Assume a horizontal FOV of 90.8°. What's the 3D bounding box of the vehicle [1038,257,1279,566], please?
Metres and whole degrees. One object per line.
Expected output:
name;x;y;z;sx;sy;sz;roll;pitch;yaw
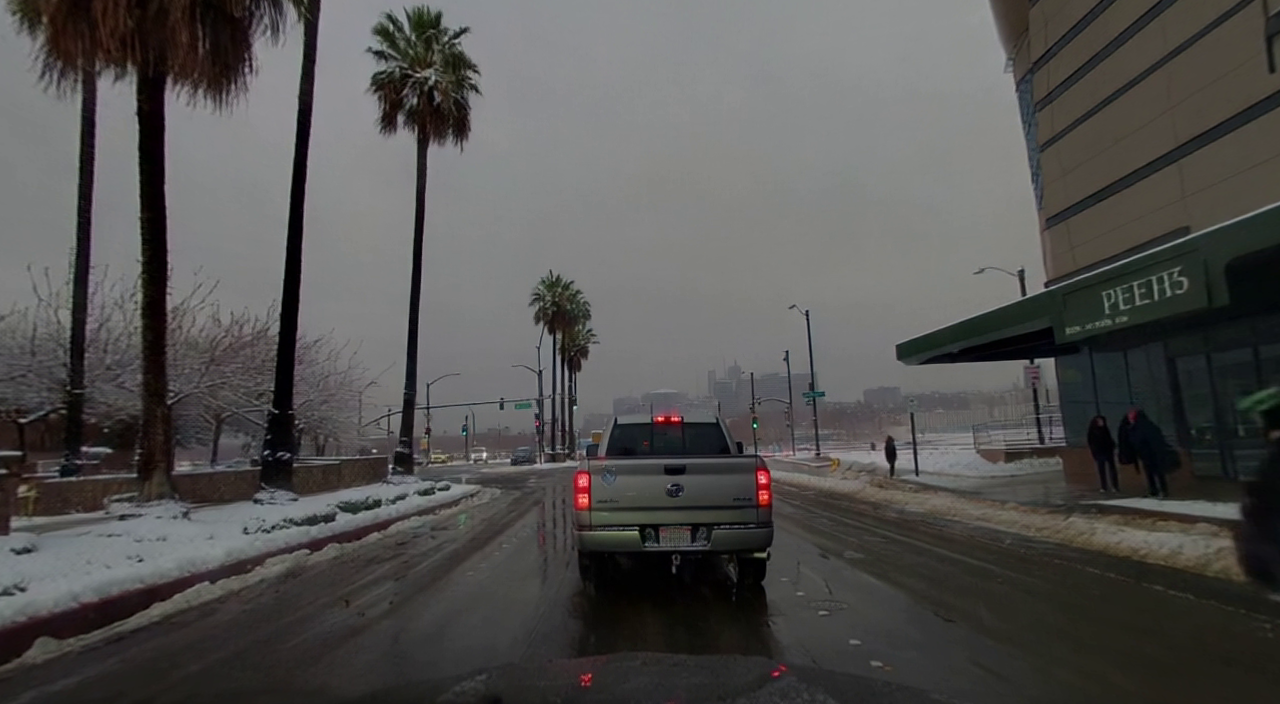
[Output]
vehicle;7.896;0.835;8.560;2.666;3.345;3.622;-2;-9;6

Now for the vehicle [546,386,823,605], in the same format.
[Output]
vehicle;0.405;1.591;7.989;2.311;1.819;5.255;0;-8;1
